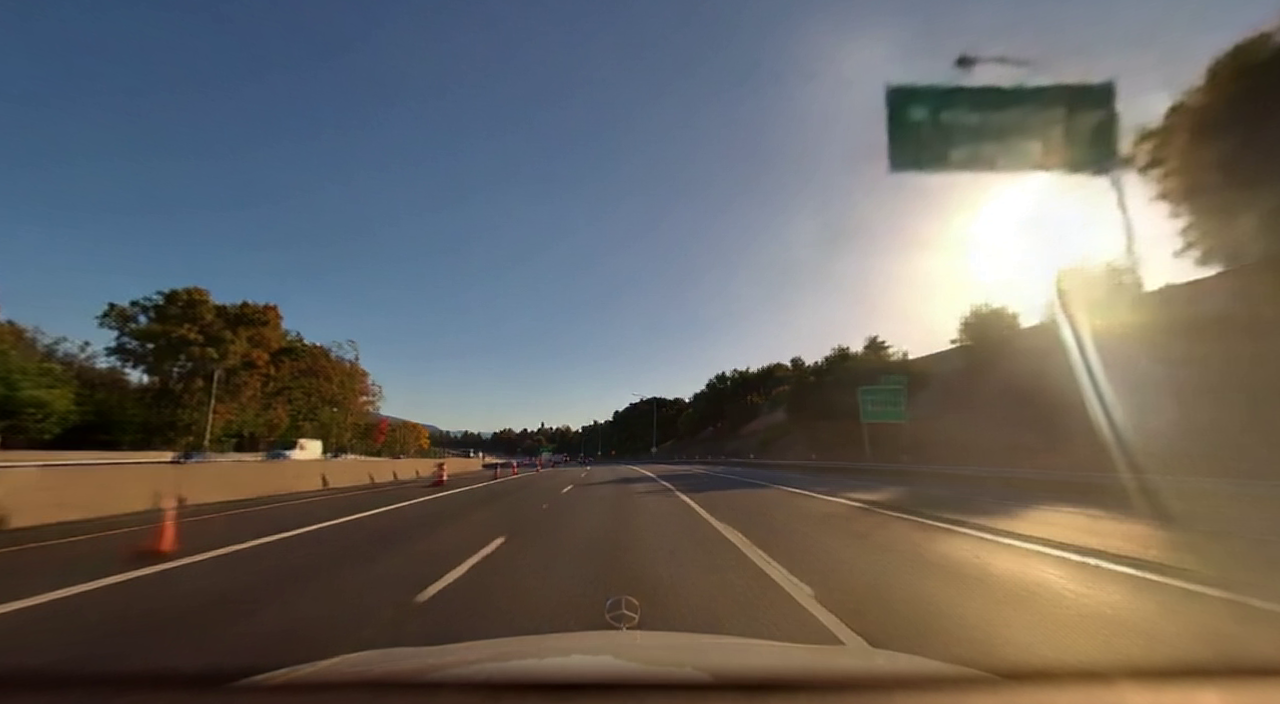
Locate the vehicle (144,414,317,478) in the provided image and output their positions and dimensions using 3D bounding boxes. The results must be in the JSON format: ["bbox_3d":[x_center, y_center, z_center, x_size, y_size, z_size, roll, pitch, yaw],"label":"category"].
[{"bbox_3d":[-17.674,4.348,27.970,2.750,2.474,7.300,0,-11,0],"label":"vehicle"}]
